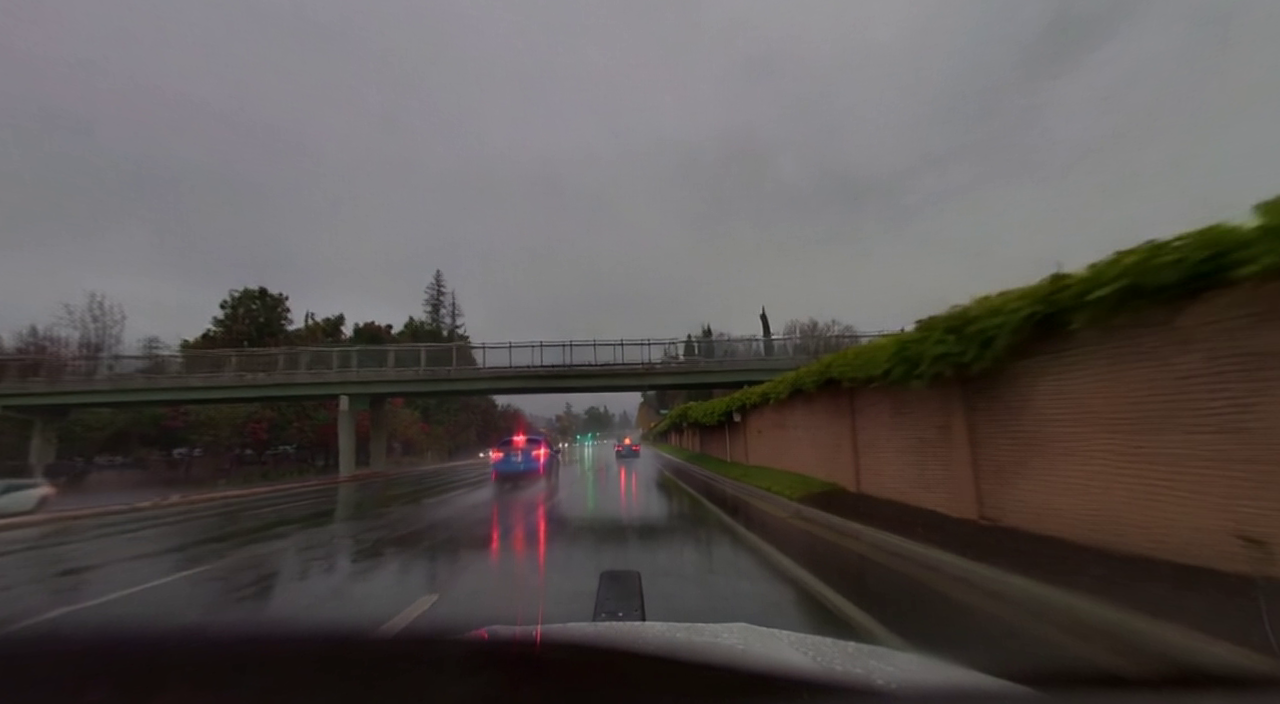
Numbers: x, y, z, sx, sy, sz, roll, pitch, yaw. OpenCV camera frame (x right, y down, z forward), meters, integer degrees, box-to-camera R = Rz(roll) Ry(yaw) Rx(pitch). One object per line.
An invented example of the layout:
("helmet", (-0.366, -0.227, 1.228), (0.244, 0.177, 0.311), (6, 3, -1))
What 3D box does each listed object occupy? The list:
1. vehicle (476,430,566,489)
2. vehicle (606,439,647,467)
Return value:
("vehicle", (-3.869, 3.580, 21.391), (2.223, 1.771, 4.581), (0, -8, -1))
("vehicle", (-0.818, 5.708, 35.860), (2.205, 1.509, 4.272), (0, -8, -3))
